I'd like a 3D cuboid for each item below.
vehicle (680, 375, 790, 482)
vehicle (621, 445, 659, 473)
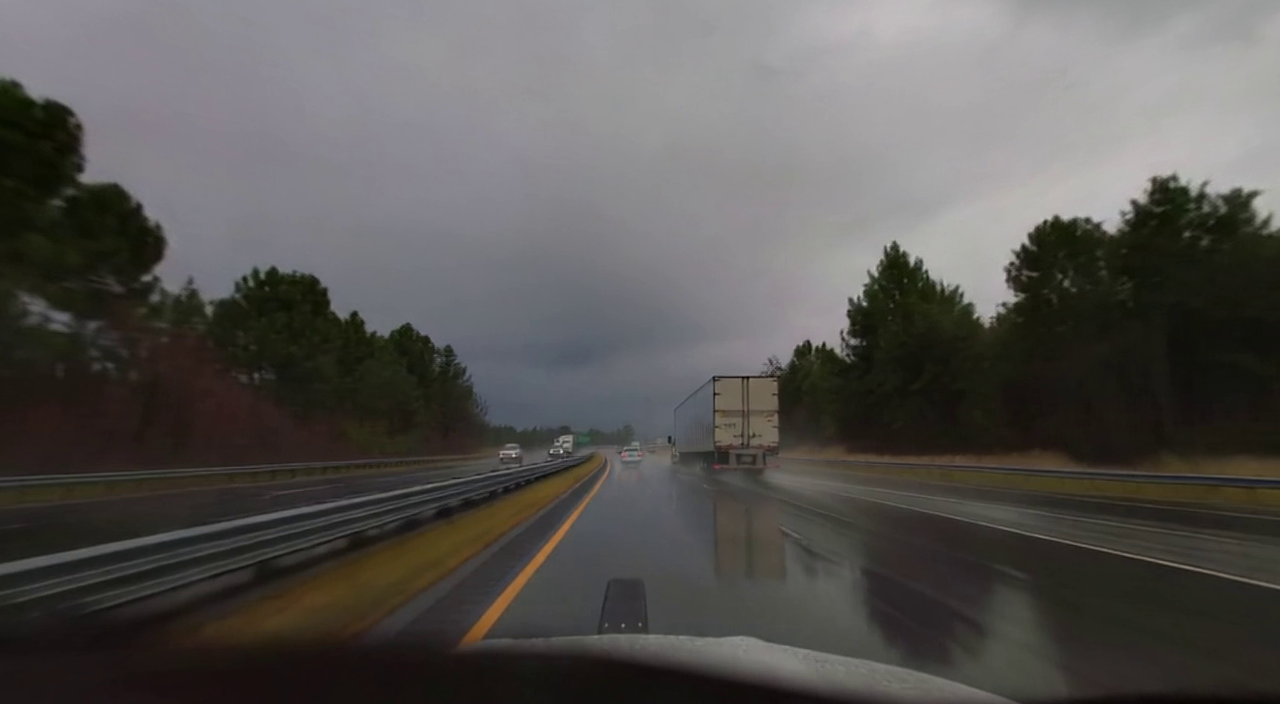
[{"bbox_3d":[4.065,4.038,31.350,2.883,4.057,14.579,0,-9,-1],"label":"vehicle"},{"bbox_3d":[-0.072,6.147,36.364,2.051,1.513,4.511,0,-9,-2],"label":"vehicle"}]
